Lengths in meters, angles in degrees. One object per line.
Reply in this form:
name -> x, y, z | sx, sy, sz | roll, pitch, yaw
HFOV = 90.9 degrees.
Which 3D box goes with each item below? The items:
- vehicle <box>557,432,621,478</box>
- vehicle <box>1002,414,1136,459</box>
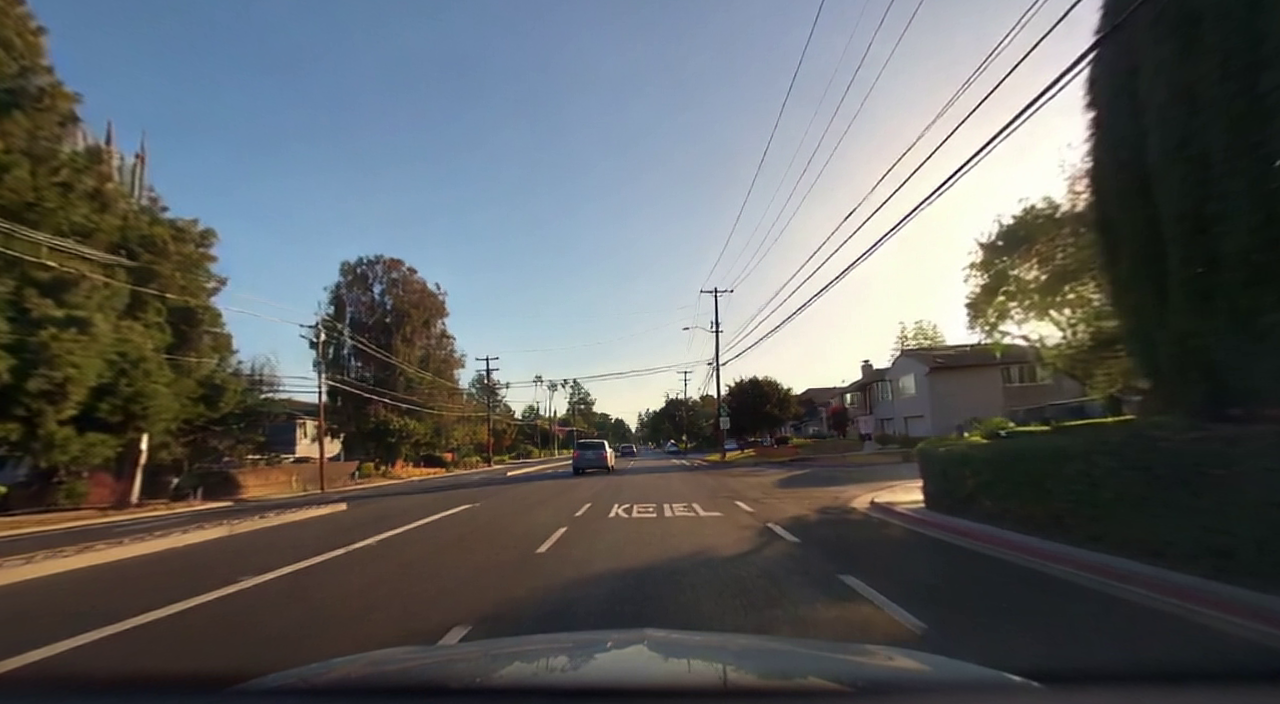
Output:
vehicle -> -2.184, 4.634, 28.447 | 2.327, 1.861, 4.941 | -1, -9, 2
vehicle -> 20.542, 4.113, 30.403 | 4.502, 1.833, 2.462 | -3, -10, 1
